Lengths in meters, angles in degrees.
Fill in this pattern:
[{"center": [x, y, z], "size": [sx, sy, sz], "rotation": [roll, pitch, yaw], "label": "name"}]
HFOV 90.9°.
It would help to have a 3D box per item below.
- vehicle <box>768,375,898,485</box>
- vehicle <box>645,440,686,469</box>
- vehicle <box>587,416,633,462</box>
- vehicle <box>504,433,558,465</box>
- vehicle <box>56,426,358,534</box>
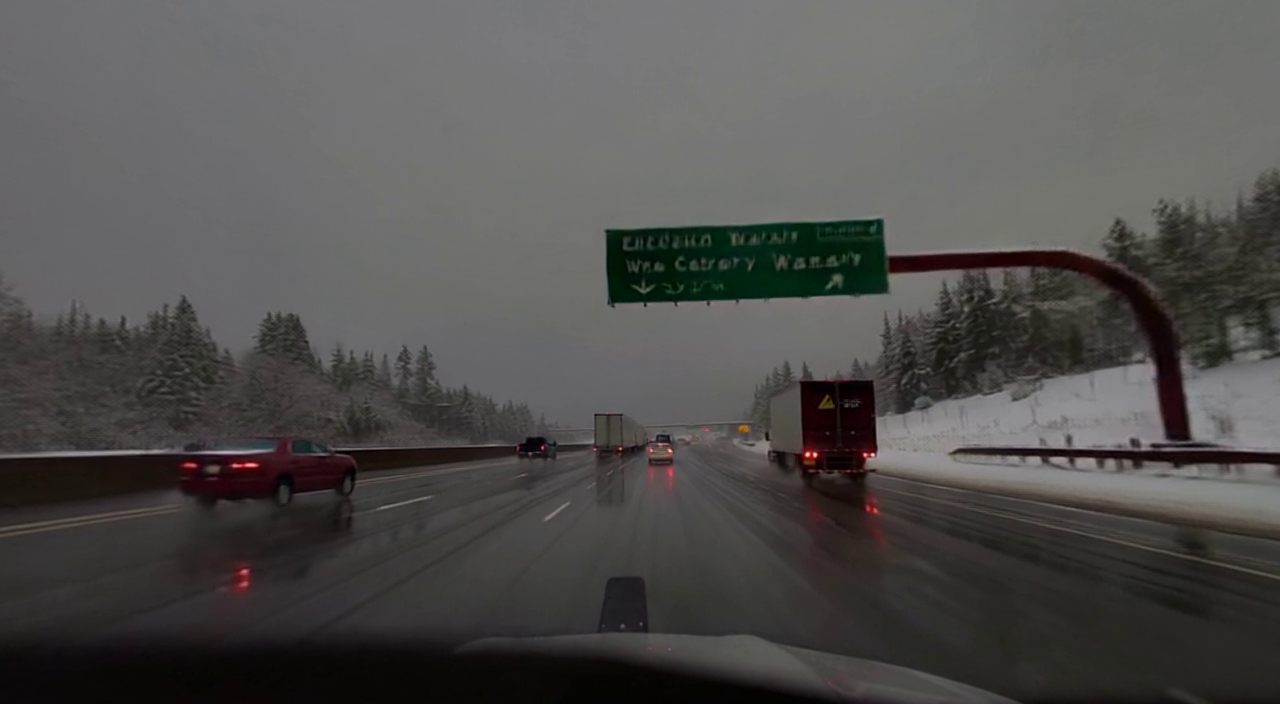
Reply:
[{"center": [6.901, 3.035, 23.953], "size": [2.895, 3.484, 7.631], "rotation": [-1, -9, 4], "label": "vehicle"}, {"center": [1.345, 5.551, 34.336], "size": [2.105, 1.502, 4.068], "rotation": [0, -8, 1], "label": "vehicle"}, {"center": [-2.126, 6.668, 47.953], "size": [2.745, 3.156, 7.608], "rotation": [0, -8, 3], "label": "vehicle"}, {"center": [-6.763, 6.097, 39.744], "size": [2.272, 1.850, 5.156], "rotation": [0, -8, 2], "label": "vehicle"}, {"center": [-7.079, 2.128, 11.119], "size": [1.950, 1.485, 4.589], "rotation": [0, -8, 2], "label": "vehicle"}]
